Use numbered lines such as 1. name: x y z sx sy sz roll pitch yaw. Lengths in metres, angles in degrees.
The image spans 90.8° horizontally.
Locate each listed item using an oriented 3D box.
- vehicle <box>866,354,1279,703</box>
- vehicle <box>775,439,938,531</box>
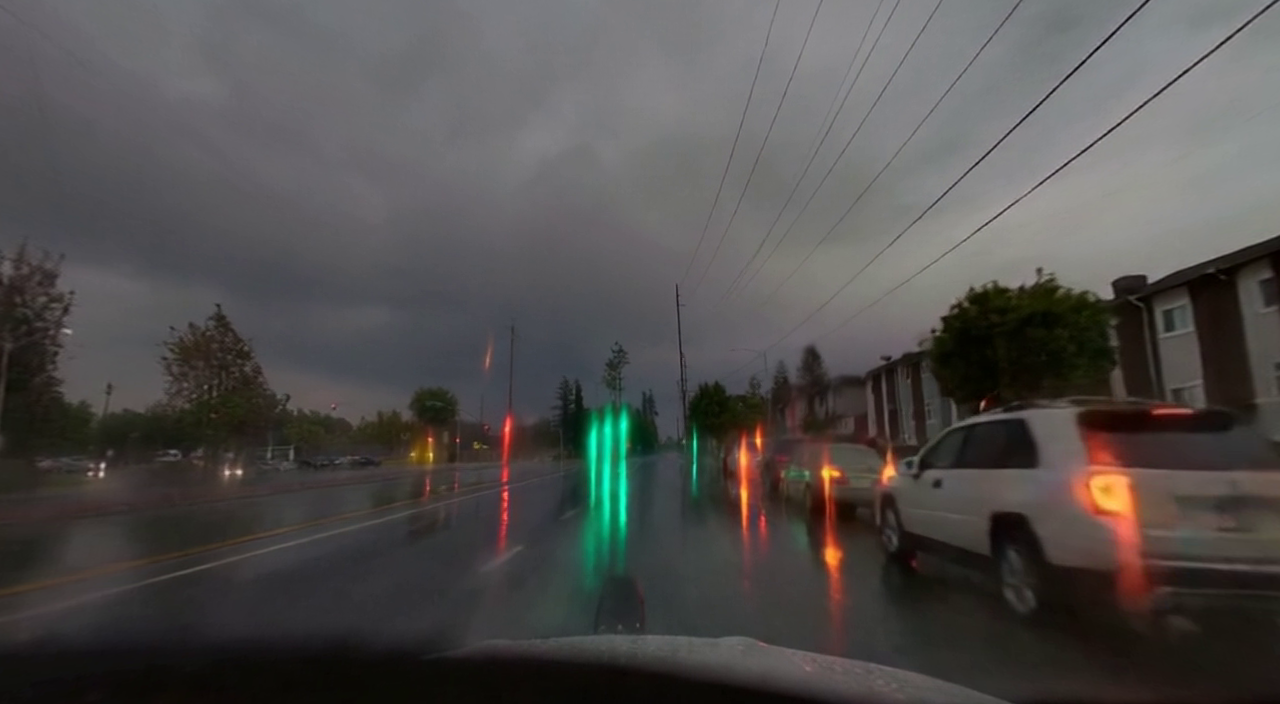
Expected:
1. vehicle: 3.987 1.277 5.404 2.359 1.817 4.985 0 -9 1
2. vehicle: 4.152 2.600 13.066 1.925 1.505 4.895 0 -9 4
